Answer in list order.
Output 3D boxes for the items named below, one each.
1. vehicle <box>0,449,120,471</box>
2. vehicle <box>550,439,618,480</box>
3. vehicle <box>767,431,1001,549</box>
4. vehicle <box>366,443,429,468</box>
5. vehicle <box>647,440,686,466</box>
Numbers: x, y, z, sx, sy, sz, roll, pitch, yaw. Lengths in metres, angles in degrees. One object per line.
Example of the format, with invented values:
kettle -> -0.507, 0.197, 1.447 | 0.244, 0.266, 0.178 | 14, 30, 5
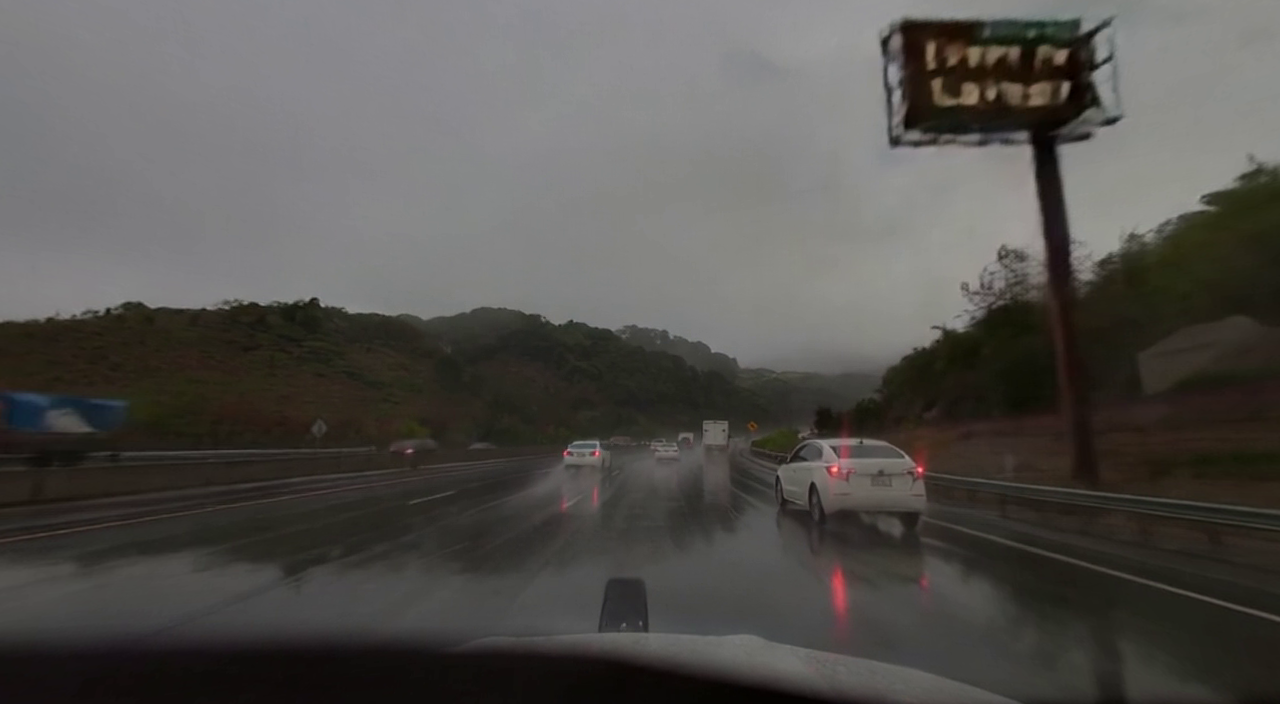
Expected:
vehicle -> -31.648, 5.357, 31.340 | 2.779, 0.963, 9.612 | -1, -8, 7
vehicle -> -2.142, 4.299, 25.575 | 2.031, 1.491, 4.792 | -1, -8, 3
vehicle -> 3.508, 2.056, 10.133 | 2.013, 1.464, 4.317 | 0, -8, 0
vehicle -> -15.304, 6.535, 40.032 | 1.976, 1.471, 4.337 | -1, -8, 4
vehicle -> 1.671, 6.128, 38.449 | 2.202, 1.467, 3.929 | -1, -8, 4
